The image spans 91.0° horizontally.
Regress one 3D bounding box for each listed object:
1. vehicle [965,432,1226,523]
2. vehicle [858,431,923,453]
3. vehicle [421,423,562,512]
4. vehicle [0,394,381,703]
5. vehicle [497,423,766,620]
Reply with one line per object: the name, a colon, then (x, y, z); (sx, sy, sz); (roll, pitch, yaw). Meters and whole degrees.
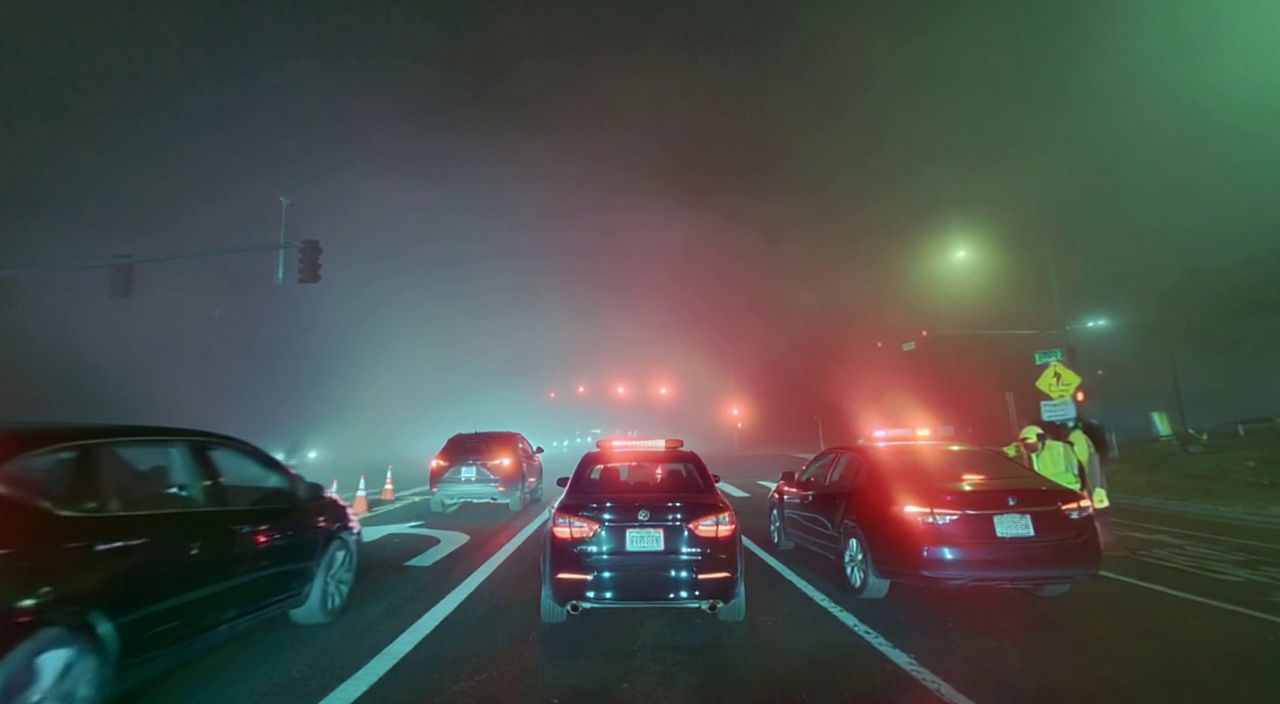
vehicle: (9.341, 2.582, 13.581); (1.957, 1.576, 4.670); (0, -9, -3)
vehicle: (19.711, 7.116, 49.629); (4.211, 1.659, 1.983); (0, -9, -2)
vehicle: (-3.318, 2.707, 15.210); (2.096, 1.789, 4.719); (0, -9, 2)
vehicle: (-3.642, 1.226, 4.497); (1.863, 1.526, 4.006); (0, -9, 0)
vehicle: (-0.122, 1.625, 7.067); (2.061, 1.486, 4.332); (0, -8, -2)
